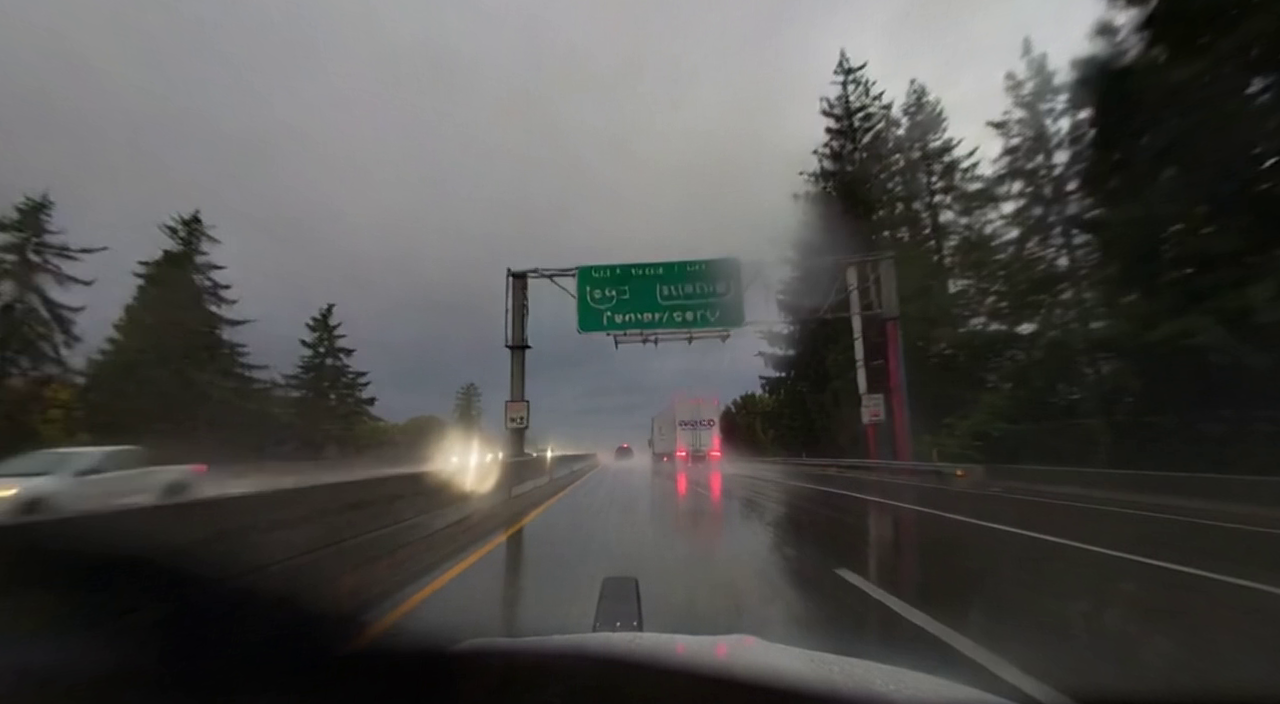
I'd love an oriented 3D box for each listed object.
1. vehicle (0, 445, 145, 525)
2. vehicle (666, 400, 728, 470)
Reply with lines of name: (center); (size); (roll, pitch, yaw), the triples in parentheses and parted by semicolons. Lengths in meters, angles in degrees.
vehicle: (-13.444, 2.850, 13.858); (1.813, 1.545, 3.874); (0, -9, -1)
vehicle: (3.402, 5.308, 39.677); (2.892, 3.928, 8.380); (0, -9, -2)
